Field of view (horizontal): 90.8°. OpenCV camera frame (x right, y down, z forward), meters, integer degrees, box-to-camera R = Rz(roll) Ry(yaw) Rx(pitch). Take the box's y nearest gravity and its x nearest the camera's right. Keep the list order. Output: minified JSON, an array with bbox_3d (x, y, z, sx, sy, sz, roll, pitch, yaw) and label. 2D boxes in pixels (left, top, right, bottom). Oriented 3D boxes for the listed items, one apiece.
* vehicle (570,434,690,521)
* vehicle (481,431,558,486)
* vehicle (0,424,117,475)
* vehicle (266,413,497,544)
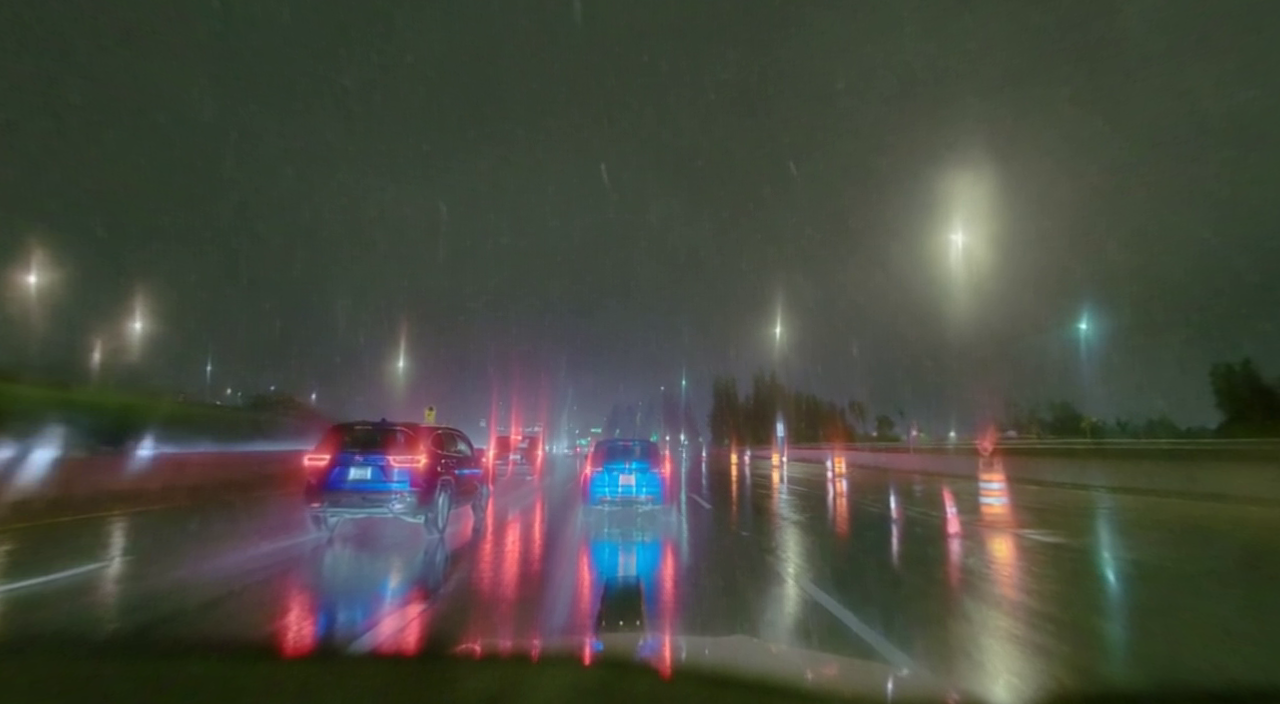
[{"bbox_3d":[-0.226,2.472,12.970,2.069,1.484,3.982,0,-9,-2],"label":"vehicle"},{"bbox_3d":[-4.150,3.729,22.381,1.982,1.727,4.057,0,-9,-1],"label":"vehicle"},{"bbox_3d":[-20.767,3.337,21.703,2.028,1.548,4.279,0,-9,-2],"label":"vehicle"},{"bbox_3d":[-3.866,1.968,10.392,2.025,1.708,4.089,0,-9,0],"label":"vehicle"}]
